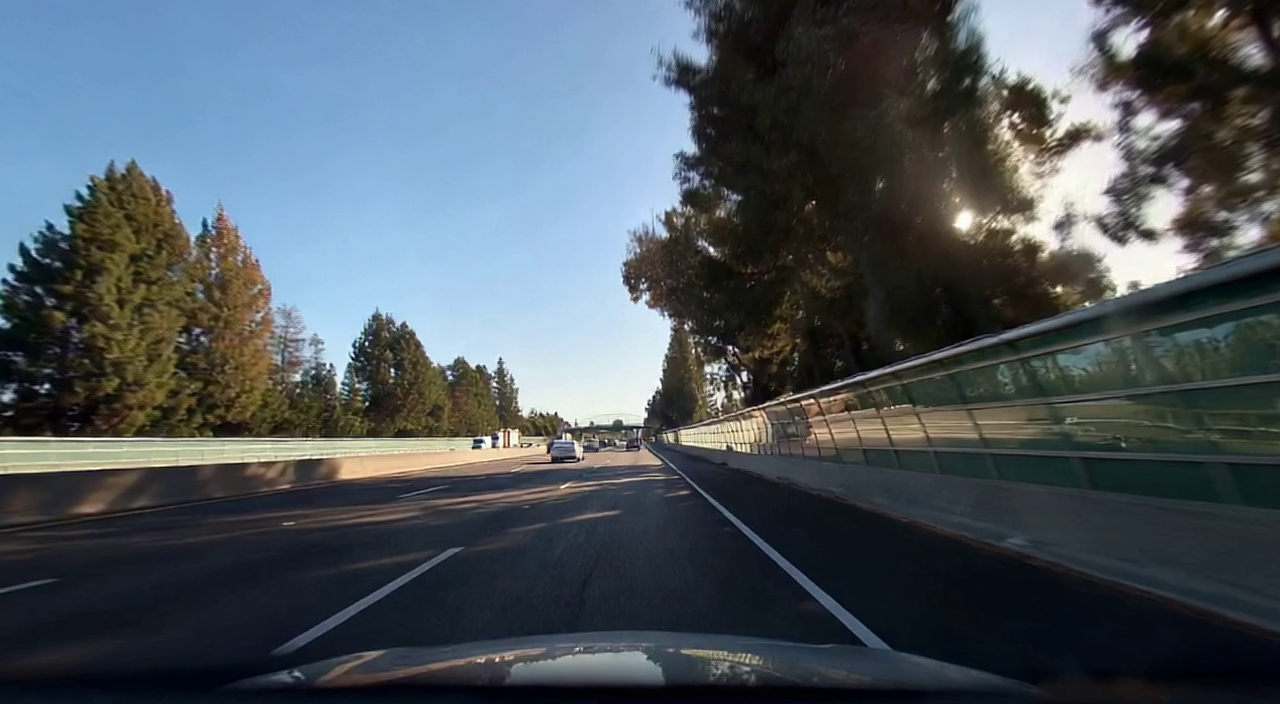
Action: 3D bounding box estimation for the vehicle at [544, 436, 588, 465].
[{"bbox_3d":[-4.224,5.726,36.547,2.063,1.598,4.189,0,-8,0],"label":"vehicle"}]
